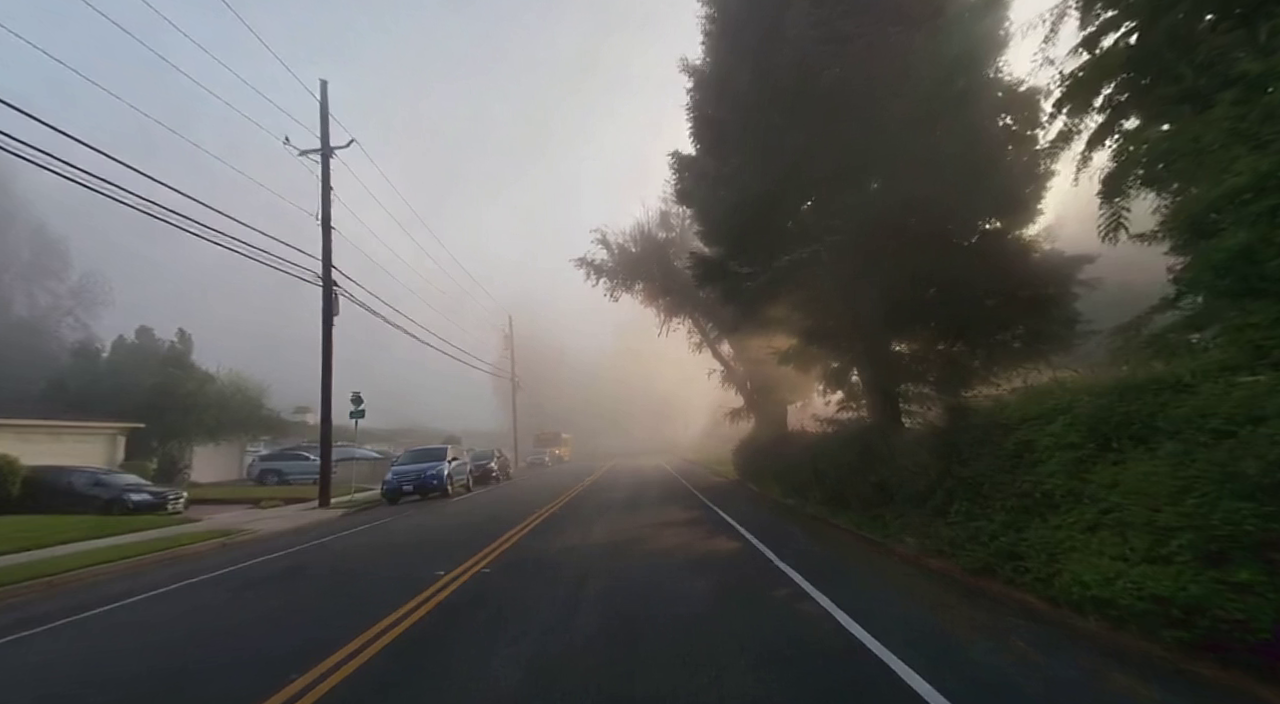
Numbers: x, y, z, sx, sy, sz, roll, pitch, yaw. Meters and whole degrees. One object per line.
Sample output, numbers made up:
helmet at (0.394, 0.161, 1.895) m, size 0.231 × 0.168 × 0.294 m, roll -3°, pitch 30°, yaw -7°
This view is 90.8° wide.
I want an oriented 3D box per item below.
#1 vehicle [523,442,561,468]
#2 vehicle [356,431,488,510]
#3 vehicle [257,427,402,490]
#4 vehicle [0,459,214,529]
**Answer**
vehicle at (-6.796, 7.163, 44.031) m, size 2.023 × 1.721 × 4.418 m, roll 0°, pitch -8°, yaw -1°
vehicle at (-6.617, 3.642, 19.968) m, size 2.284 × 1.939 × 5.502 m, roll -5°, pitch -9°, yaw -2°
vehicle at (-14.457, 4.982, 29.559) m, size 5.883 × 2.467 × 2.214 m, roll -5°, pitch -9°, yaw 9°
vehicle at (-12.736, 3.279, 14.910) m, size 4.267 × 1.459 × 1.801 m, roll -2°, pitch -9°, yaw 9°
